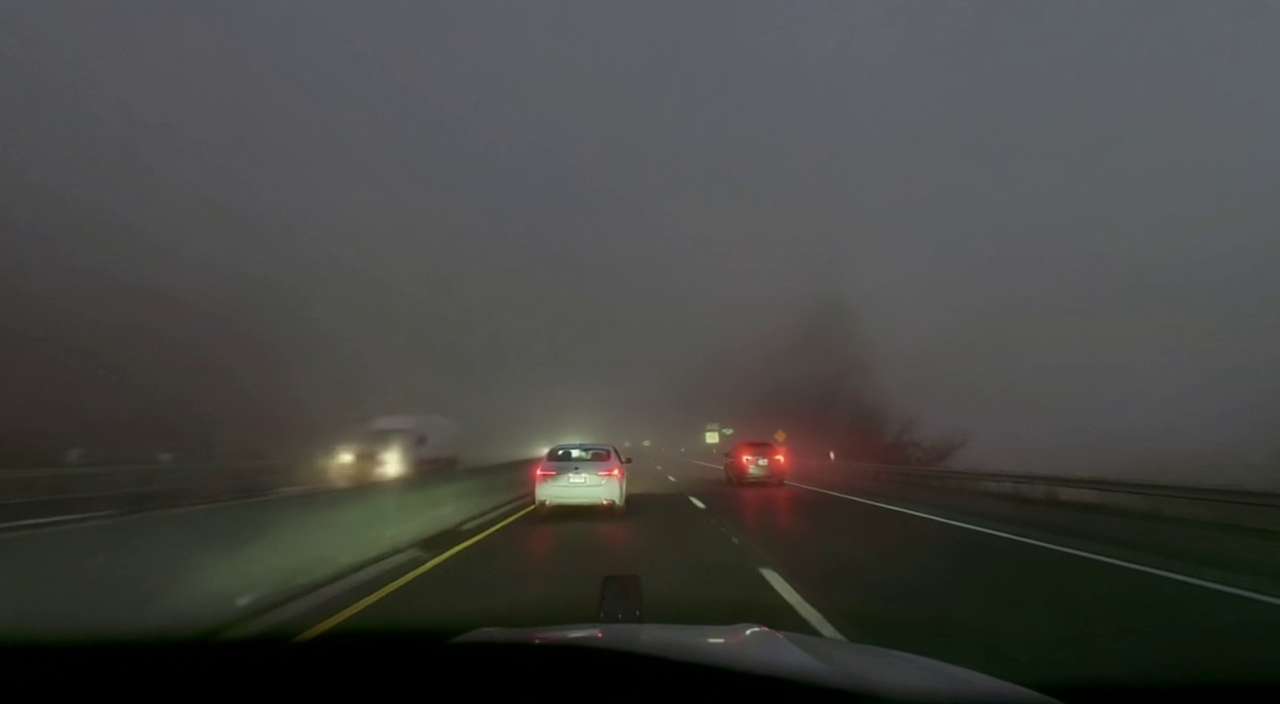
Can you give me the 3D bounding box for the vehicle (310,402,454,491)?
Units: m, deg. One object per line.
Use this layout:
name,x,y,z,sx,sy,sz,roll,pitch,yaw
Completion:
vehicle,-9.436,3.610,23.915,2.559,2.857,6.693,0,-9,1

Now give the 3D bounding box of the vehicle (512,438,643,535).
vehicle,-0.965,2.416,11.890,2.013,1.479,4.169,0,-9,0

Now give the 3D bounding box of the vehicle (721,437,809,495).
vehicle,3.705,3.456,19.295,1.910,1.554,3.718,0,-9,0
